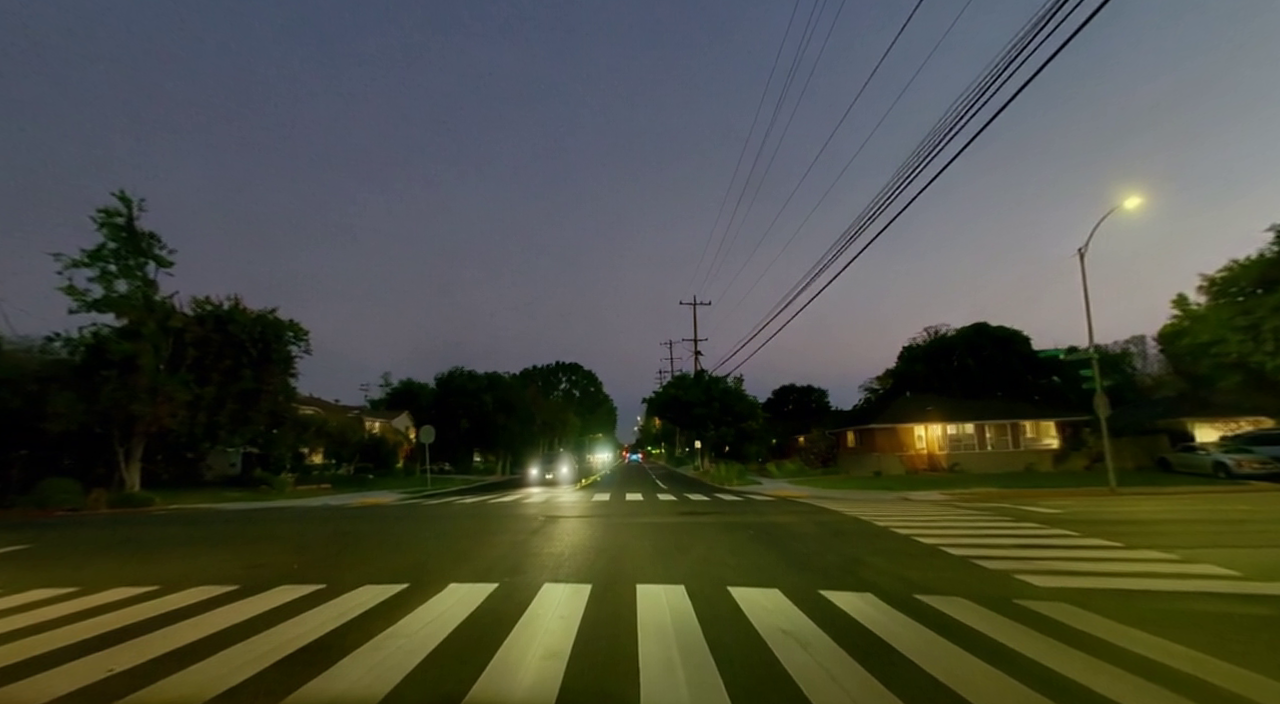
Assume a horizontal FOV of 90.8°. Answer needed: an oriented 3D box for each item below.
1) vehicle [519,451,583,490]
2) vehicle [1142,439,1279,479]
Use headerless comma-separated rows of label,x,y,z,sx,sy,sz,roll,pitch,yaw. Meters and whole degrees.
vehicle,-3.688,5.004,27.005,2.102,1.463,4.024,0,-8,1
vehicle,23.357,4.316,25.770,1.841,1.448,4.688,0,-8,-1
